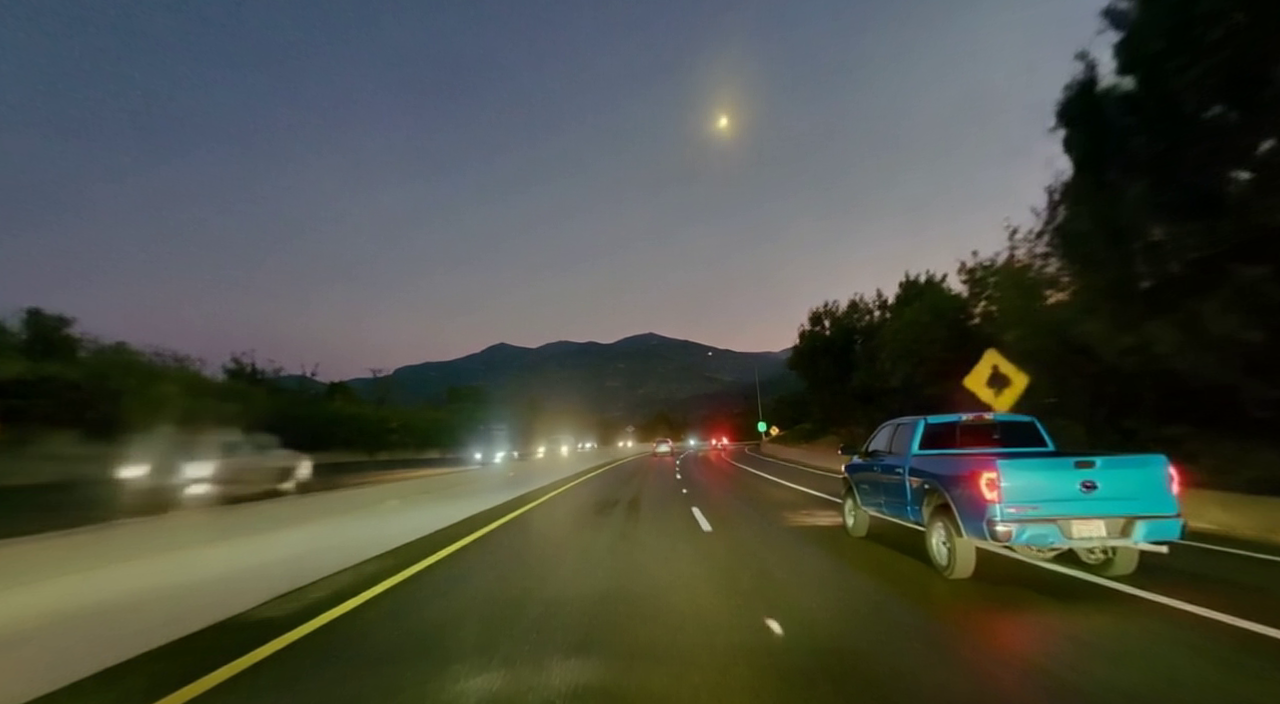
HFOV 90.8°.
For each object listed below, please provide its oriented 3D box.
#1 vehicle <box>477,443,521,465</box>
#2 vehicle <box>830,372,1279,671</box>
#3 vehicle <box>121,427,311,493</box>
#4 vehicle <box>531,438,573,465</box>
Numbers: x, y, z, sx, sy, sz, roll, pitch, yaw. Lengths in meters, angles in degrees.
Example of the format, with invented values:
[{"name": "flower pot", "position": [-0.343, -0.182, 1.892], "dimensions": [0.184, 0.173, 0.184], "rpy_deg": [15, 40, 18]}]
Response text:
[{"name": "vehicle", "position": [-9.999, 7.232, 45.119], "dimensions": [1.879, 1.455, 4.538], "rpy_deg": [0, -8, 4]}, {"name": "vehicle", "position": [3.667, 1.325, 6.132], "dimensions": [2.151, 1.744, 4.709], "rpy_deg": [0, -8, 0]}, {"name": "vehicle", "position": [-14.306, 3.685, 21.985], "dimensions": [2.563, 1.966, 5.726], "rpy_deg": [0, -8, 1]}, {"name": "vehicle", "position": [-6.167, 7.021, 44.896], "dimensions": [2.041, 1.776, 4.570], "rpy_deg": [0, -8, 4]}]
